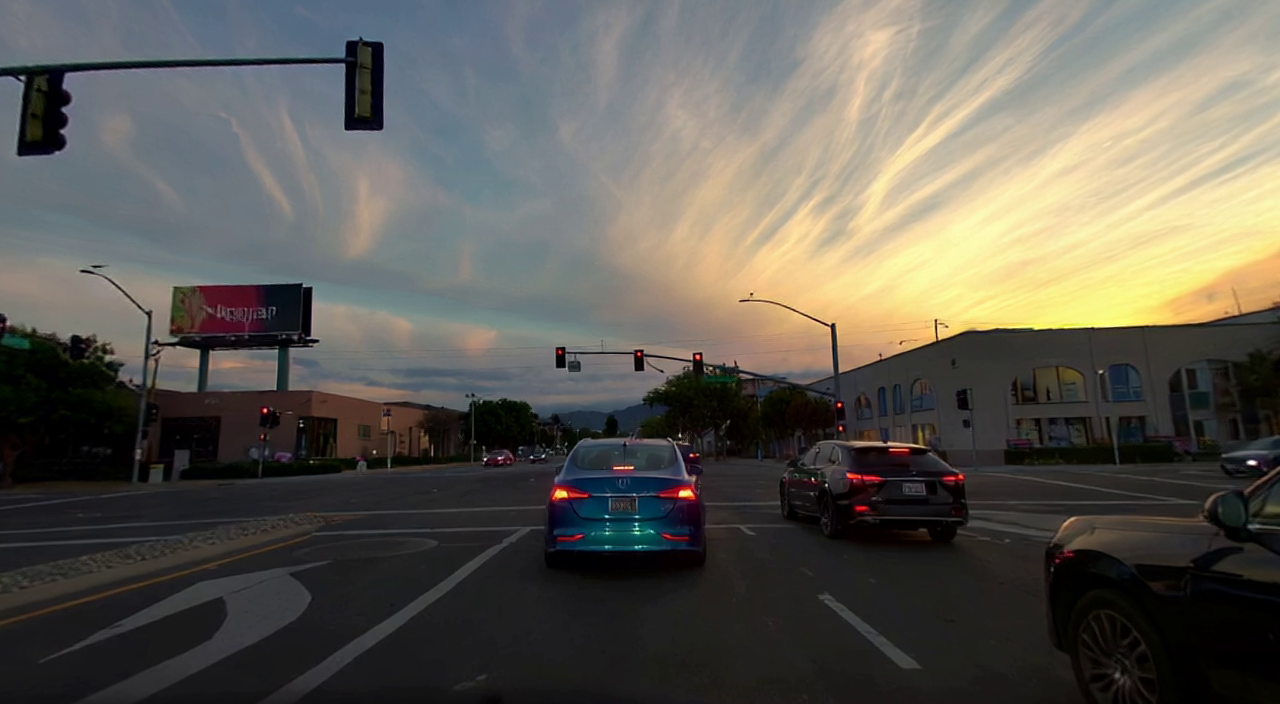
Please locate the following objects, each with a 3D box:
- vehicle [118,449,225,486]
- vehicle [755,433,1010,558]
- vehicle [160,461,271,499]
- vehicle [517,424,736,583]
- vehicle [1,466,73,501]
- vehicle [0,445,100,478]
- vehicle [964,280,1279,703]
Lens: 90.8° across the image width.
[{"bbox_3d":[-27.481,6.754,37.360,2.300,1.932,5.056,-1,-8,2],"label":"vehicle"},{"bbox_3d":[3.227,1.995,9.593,2.009,1.414,4.416,0,-8,-2],"label":"vehicle"},{"bbox_3d":[-19.076,5.762,28.703,1.942,1.453,4.448,0,-9,0],"label":"vehicle"},{"bbox_3d":[-0.140,1.740,8.065,2.095,1.502,3.873,0,-8,0],"label":"vehicle"},{"bbox_3d":[-27.999,6.077,29.451,1.972,1.433,4.324,8,-12,-39],"label":"vehicle"},{"bbox_3d":[-35.480,6.516,37.473,2.145,1.797,5.198,-1,-10,1],"label":"vehicle"},{"bbox_3d":[3.000,0.622,1.575,2.047,1.785,4.357,0,-8,0],"label":"vehicle"}]
